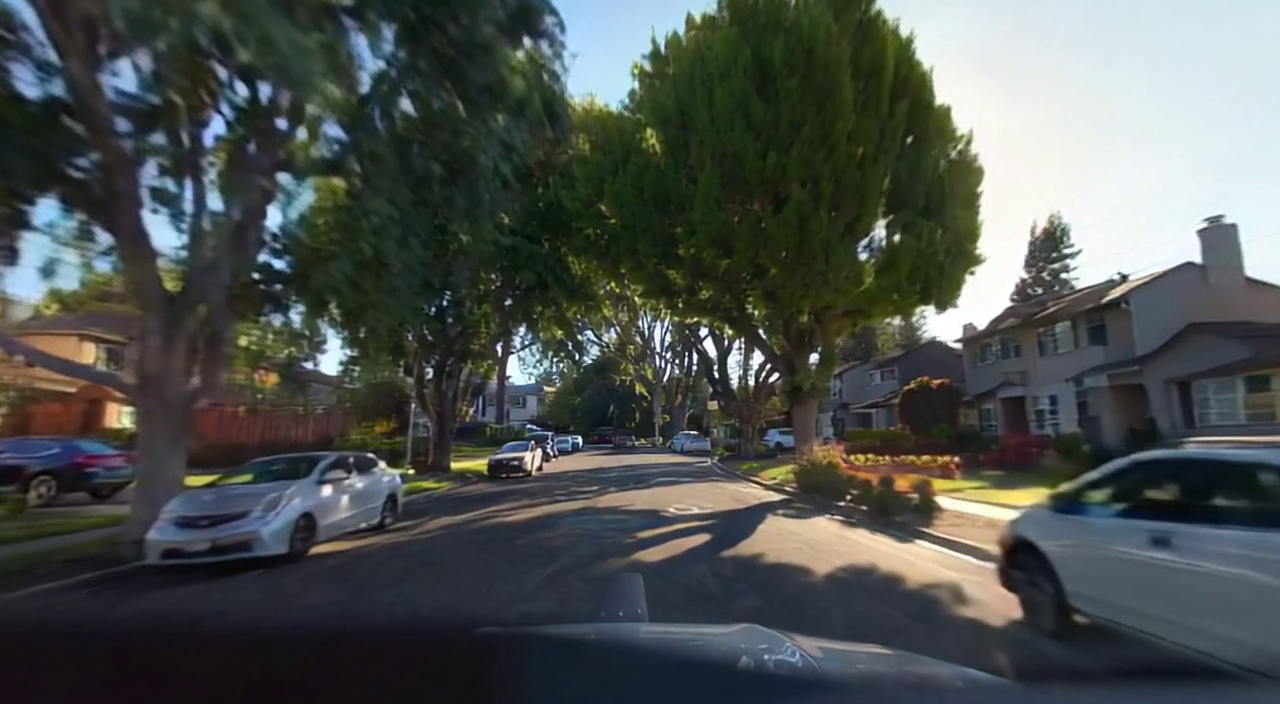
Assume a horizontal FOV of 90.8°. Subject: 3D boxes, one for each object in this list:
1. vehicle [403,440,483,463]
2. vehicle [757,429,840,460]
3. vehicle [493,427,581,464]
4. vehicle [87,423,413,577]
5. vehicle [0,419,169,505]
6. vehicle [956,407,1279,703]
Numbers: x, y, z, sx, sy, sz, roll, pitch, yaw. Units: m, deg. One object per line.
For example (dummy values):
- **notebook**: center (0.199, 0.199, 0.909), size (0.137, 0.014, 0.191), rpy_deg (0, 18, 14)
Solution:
- **vehicle**: center (-12.909, 6.556, 41.570), size (4.650, 1.480, 1.782), rpy_deg (0, -9, 0)
- **vehicle**: center (10.402, 6.116, 41.762), size (4.919, 1.969, 2.104), rpy_deg (1, -9, 2)
- **vehicle**: center (-6.730, 6.164, 41.797), size (5.419, 2.292, 2.272), rpy_deg (0, -7, -1)
- **vehicle**: center (-5.069, 1.943, 9.137), size (1.887, 1.660, 4.312), rpy_deg (0, -8, 1)
- **vehicle**: center (-14.127, 2.489, 14.460), size (5.088, 1.792, 1.966), rpy_deg (0, -8, 1)
- **vehicle**: center (3.698, 1.085, 3.352), size (1.945, 1.495, 3.983), rpy_deg (0, -8, 0)
